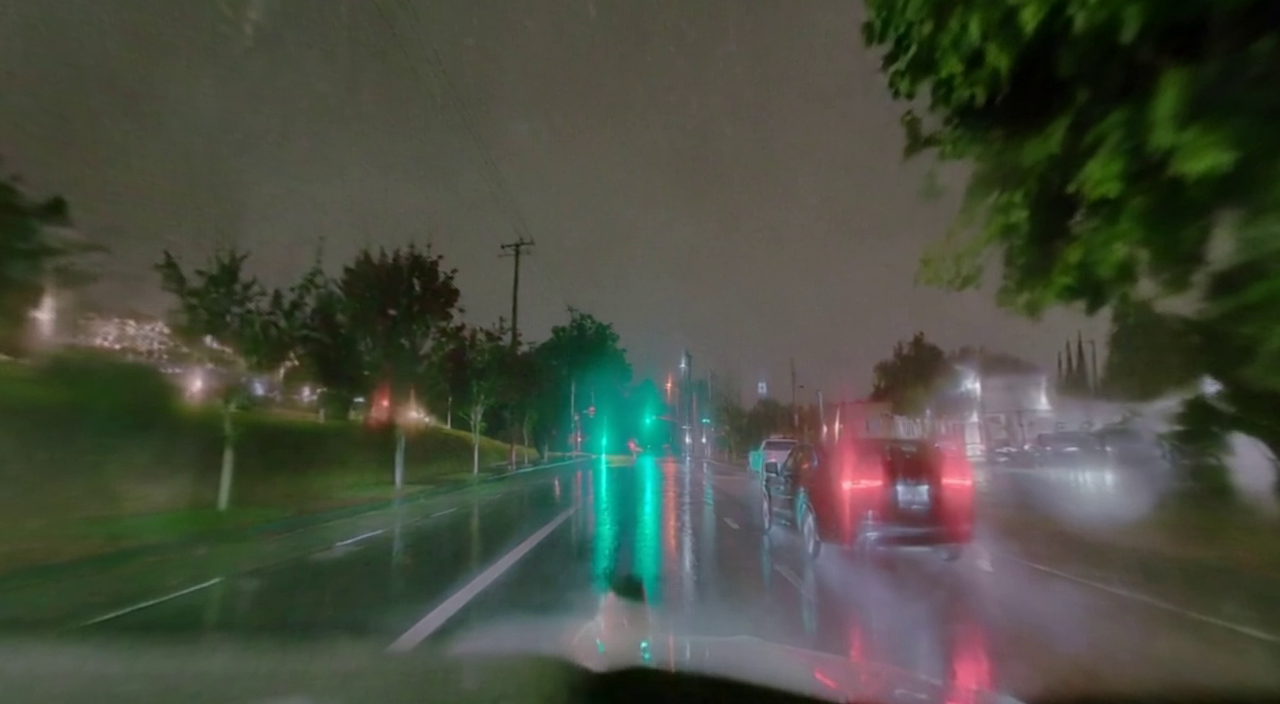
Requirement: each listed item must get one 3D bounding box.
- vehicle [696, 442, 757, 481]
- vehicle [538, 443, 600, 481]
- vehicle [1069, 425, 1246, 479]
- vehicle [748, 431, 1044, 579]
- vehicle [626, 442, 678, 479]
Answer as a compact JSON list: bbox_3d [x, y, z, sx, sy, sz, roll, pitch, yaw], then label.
[{"bbox_3d":[3.565,4.571,26.574,1.943,1.484,4.030,0,-8,-1],"label":"vehicle"},{"bbox_3d":[-2.923,4.650,26.989,2.012,1.505,4.205,0,-8,2],"label":"vehicle"},{"bbox_3d":[20.874,4.090,25.955,2.177,1.947,5.935,0,-8,0],"label":"vehicle"},{"bbox_3d":[2.993,1.885,8.691,2.158,1.483,4.415,0,-8,-1],"label":"vehicle"},{"bbox_3d":[0.473,4.700,27.675,2.101,1.467,4.210,0,-8,0],"label":"vehicle"}]
